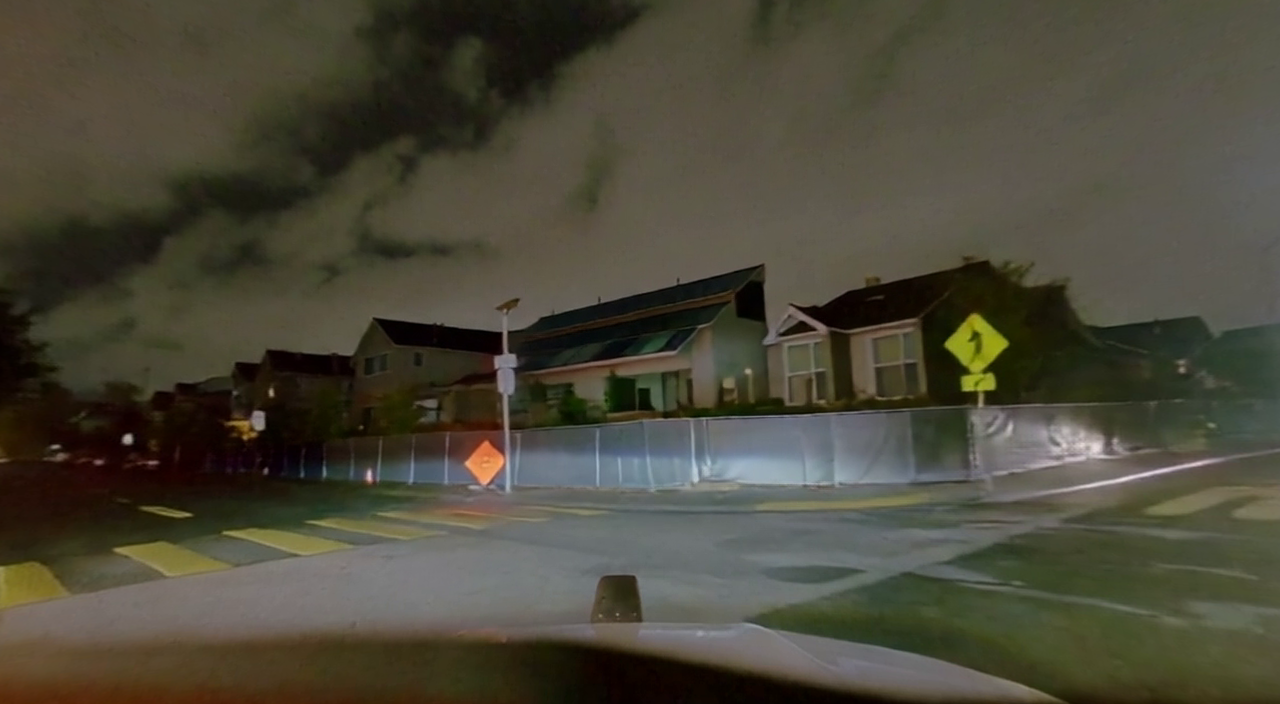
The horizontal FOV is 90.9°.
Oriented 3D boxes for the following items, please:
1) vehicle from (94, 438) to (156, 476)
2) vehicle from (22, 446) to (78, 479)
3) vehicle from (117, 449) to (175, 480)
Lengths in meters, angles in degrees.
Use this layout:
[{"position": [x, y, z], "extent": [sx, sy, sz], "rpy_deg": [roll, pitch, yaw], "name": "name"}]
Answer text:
[{"position": [-34.372, 6.919, 41.951], "extent": [2.492, 2.319, 5.914], "rpy_deg": [7, -10, -44], "name": "vehicle"}, {"position": [-34.837, 6.476, 37.131], "extent": [4.197, 1.742, 2.050], "rpy_deg": [-8, -10, 44], "name": "vehicle"}, {"position": [-27.309, 6.157, 34.766], "extent": [1.998, 1.494, 3.927], "rpy_deg": [7, -10, -43], "name": "vehicle"}]
